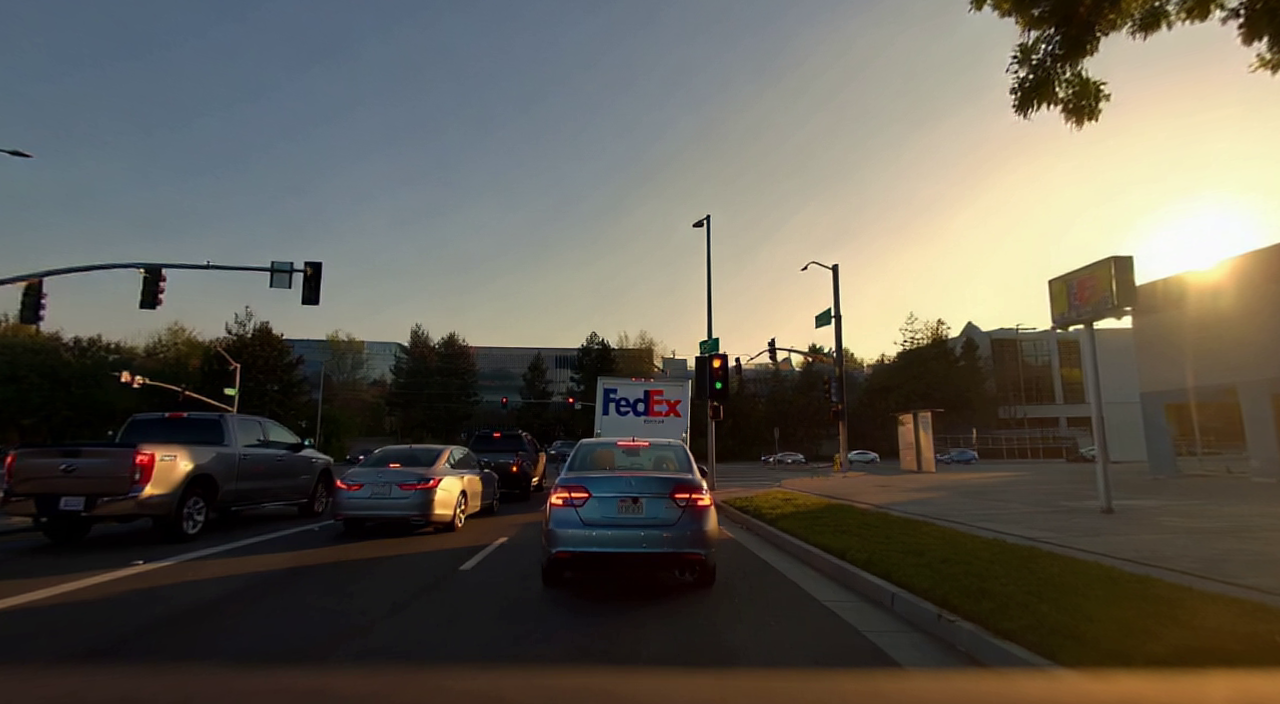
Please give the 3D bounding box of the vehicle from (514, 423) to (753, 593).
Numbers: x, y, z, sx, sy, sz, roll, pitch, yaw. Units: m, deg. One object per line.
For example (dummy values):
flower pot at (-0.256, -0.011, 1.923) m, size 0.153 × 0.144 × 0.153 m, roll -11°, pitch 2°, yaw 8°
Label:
vehicle at (-0.048, 1.732, 7.859) m, size 2.145 × 1.513 × 4.269 m, roll 0°, pitch -9°, yaw 0°

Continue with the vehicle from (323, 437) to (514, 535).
vehicle at (-3.873, 2.401, 11.940) m, size 1.949 × 1.487 × 4.390 m, roll 0°, pitch -9°, yaw 1°

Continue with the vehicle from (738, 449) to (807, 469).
vehicle at (10.247, 8.290, 48.657) m, size 4.841 × 1.494 × 1.829 m, roll 1°, pitch -9°, yaw -5°

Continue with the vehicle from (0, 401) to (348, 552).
vehicle at (-7.294, 1.981, 10.737) m, size 2.125 × 1.893 × 5.498 m, roll 0°, pitch -9°, yaw -2°
